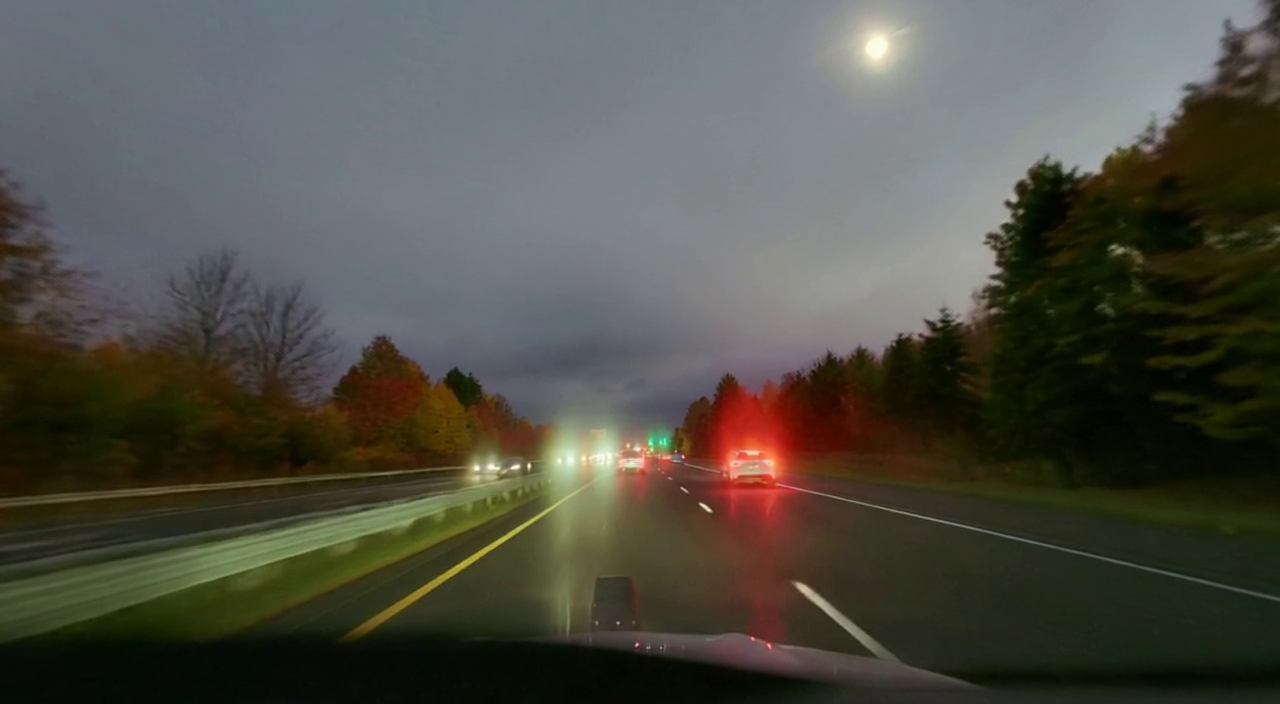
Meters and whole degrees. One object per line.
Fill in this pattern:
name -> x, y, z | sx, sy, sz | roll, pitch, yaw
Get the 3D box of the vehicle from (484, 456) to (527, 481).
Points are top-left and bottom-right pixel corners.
vehicle -> -9.309, 8.107, 43.858 | 1.935, 1.532, 4.629 | -1, -9, 1

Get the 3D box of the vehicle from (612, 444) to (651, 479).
vehicle -> -0.427, 5.783, 33.280 | 1.937, 1.699, 3.936 | -1, -9, 0

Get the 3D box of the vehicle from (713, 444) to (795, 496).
vehicle -> 3.623, 3.824, 20.724 | 1.843, 1.505, 4.339 | 0, -9, -1
